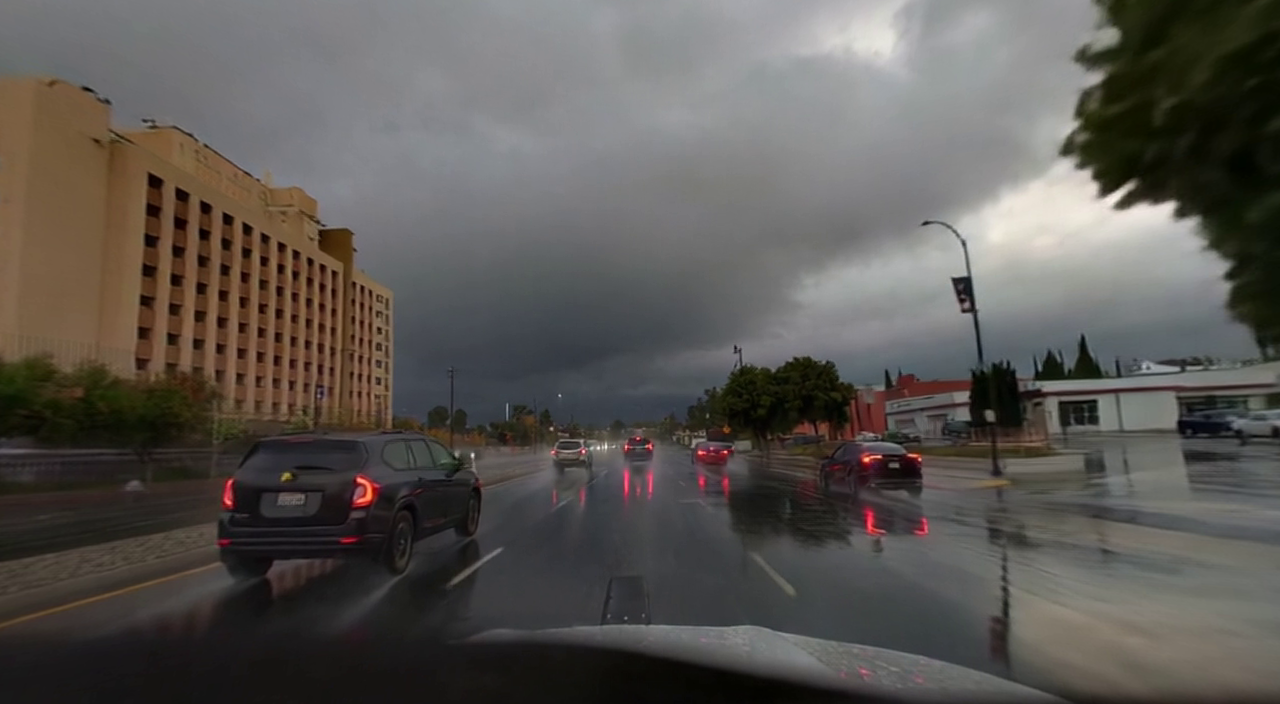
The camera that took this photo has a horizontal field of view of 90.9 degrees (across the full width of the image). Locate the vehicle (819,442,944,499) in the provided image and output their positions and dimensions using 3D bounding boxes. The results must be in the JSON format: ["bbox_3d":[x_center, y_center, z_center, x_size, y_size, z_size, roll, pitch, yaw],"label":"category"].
[{"bbox_3d":[6.938,3.421,18.735,1.865,1.458,4.605,0,-8,0],"label":"vehicle"}]

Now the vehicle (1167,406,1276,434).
[{"bbox_3d":[33.476,3.998,36.388,1.762,1.432,4.136,4,-10,-29],"label":"vehicle"}]

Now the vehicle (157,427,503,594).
[{"bbox_3d":[-3.303,1.770,7.981,2.095,1.486,4.411,0,-8,1],"label":"vehicle"}]

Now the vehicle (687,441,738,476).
[{"bbox_3d":[3.253,4.870,29.001,1.884,1.458,4.245,0,-8,1],"label":"vehicle"}]

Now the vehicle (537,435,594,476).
[{"bbox_3d":[-3.451,4.885,30.032,2.117,1.799,4.442,0,-8,1],"label":"vehicle"}]

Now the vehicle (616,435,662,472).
[{"bbox_3d":[-0.042,5.480,34.208,2.304,1.795,4.526,0,-8,0],"label":"vehicle"}]
